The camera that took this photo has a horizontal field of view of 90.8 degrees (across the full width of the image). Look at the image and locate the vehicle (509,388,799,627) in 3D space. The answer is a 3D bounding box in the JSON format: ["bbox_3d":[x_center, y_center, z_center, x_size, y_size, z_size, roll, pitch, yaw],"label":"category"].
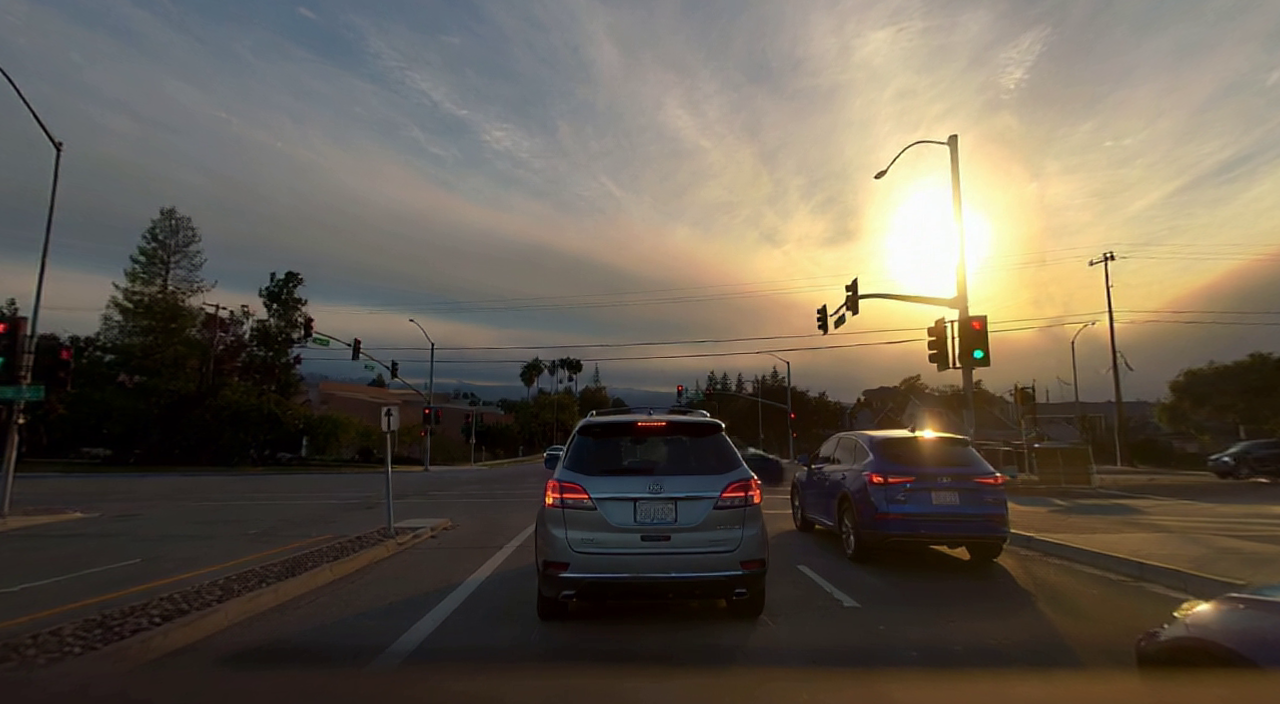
[{"bbox_3d":[0.099,1.496,7.062,2.170,1.793,4.468,0,-8,0],"label":"vehicle"}]

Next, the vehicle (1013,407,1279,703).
[{"bbox_3d":[3.154,0.818,1.428,1.924,1.466,4.461,0,-8,1],"label":"vehicle"}]

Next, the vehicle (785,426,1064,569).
[{"bbox_3d":[3.519,1.861,8.870,1.861,1.495,4.215,0,-8,-1],"label":"vehicle"}]
